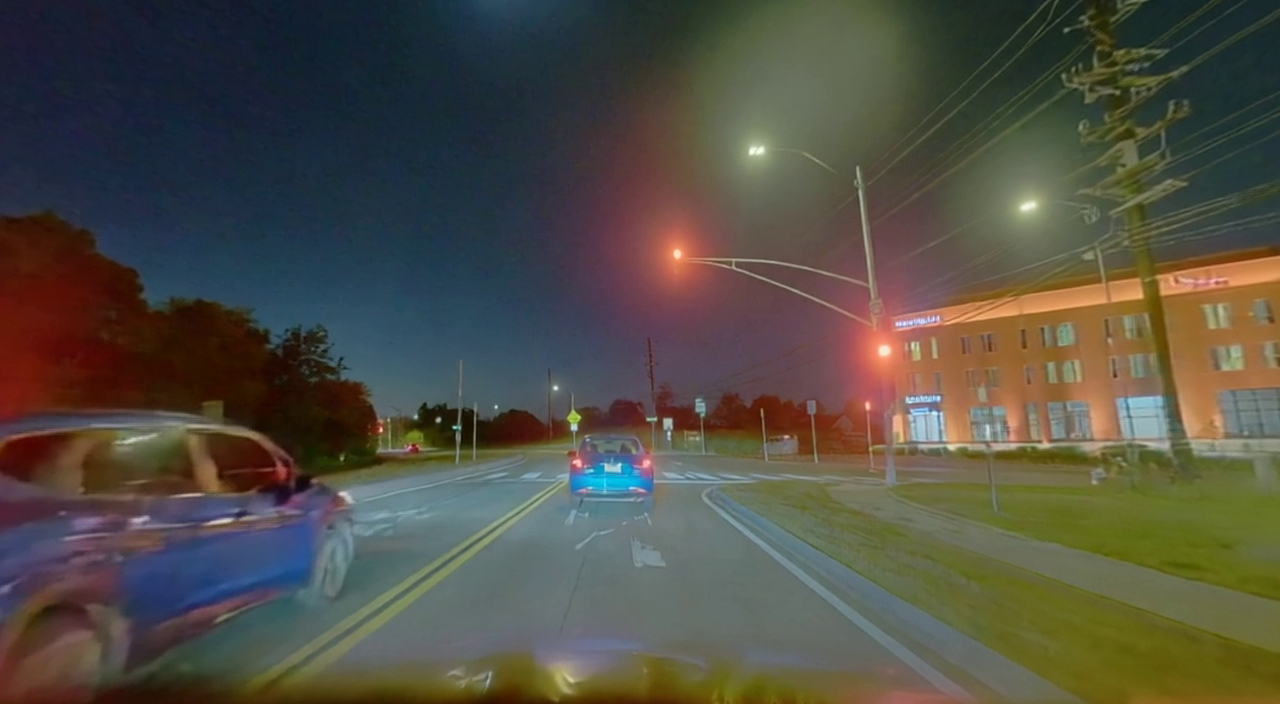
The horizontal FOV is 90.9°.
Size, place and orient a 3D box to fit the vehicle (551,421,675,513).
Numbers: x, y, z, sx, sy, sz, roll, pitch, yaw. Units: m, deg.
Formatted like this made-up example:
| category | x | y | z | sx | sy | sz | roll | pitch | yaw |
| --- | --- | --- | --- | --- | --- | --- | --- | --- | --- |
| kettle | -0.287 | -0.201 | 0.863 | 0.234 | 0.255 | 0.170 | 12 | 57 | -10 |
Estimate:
| category | x | y | z | sx | sy | sz | roll | pitch | yaw |
| --- | --- | --- | --- | --- | --- | --- | --- | --- | --- |
| vehicle | -0.489 | 2.237 | 12.743 | 2.123 | 1.566 | 3.662 | 0 | -8 | -1 |

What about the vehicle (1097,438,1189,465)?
| category | x | y | z | sx | sy | sz | roll | pitch | yaw |
| --- | --- | --- | --- | --- | --- | --- | --- | --- | --- |
| vehicle | 27.886 | 5.492 | 35.037 | 1.635 | 1.433 | 3.558 | 4 | -9 | -30 |

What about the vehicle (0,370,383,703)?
| category | x | y | z | sx | sy | sz | roll | pitch | yaw |
| --- | --- | --- | --- | --- | --- | --- | --- | --- | --- |
| vehicle | -3.415 | 1.035 | 3.606 | 2.097 | 1.573 | 4.284 | 0 | -8 | -1 |
